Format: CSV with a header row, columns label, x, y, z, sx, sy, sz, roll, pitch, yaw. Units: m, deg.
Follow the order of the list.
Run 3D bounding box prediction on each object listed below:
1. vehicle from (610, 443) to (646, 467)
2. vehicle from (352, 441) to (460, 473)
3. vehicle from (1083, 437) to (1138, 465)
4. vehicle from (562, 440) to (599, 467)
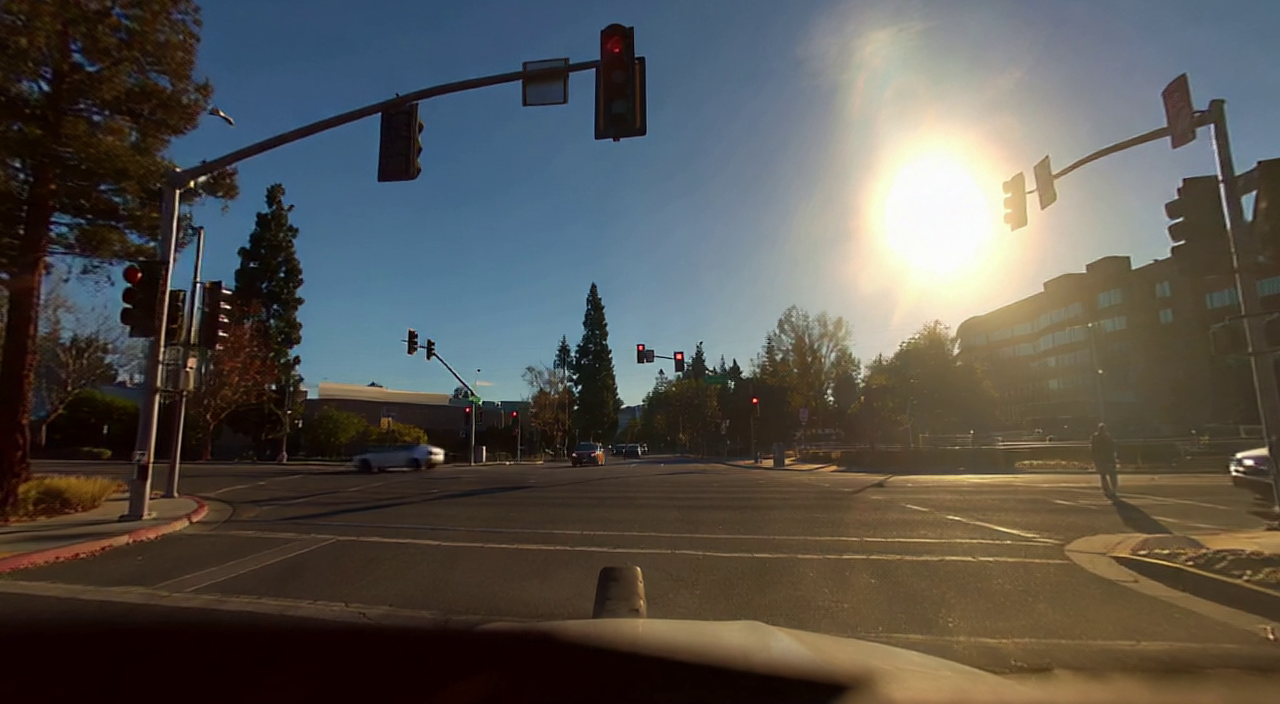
label,x,y,z,sx,sy,sz,roll,pitch,yaw
vehicle,-0.866,6.859,42.147,2.056,1.492,3.937,1,-9,-6
vehicle,-11.441,5.125,30.980,4.588,1.484,2.000,-3,-9,14
vehicle,26.964,5.657,36.145,2.092,1.474,4.046,-8,-11,40
vehicle,-4.119,7.106,44.256,2.251,1.756,4.610,0,-9,-2
